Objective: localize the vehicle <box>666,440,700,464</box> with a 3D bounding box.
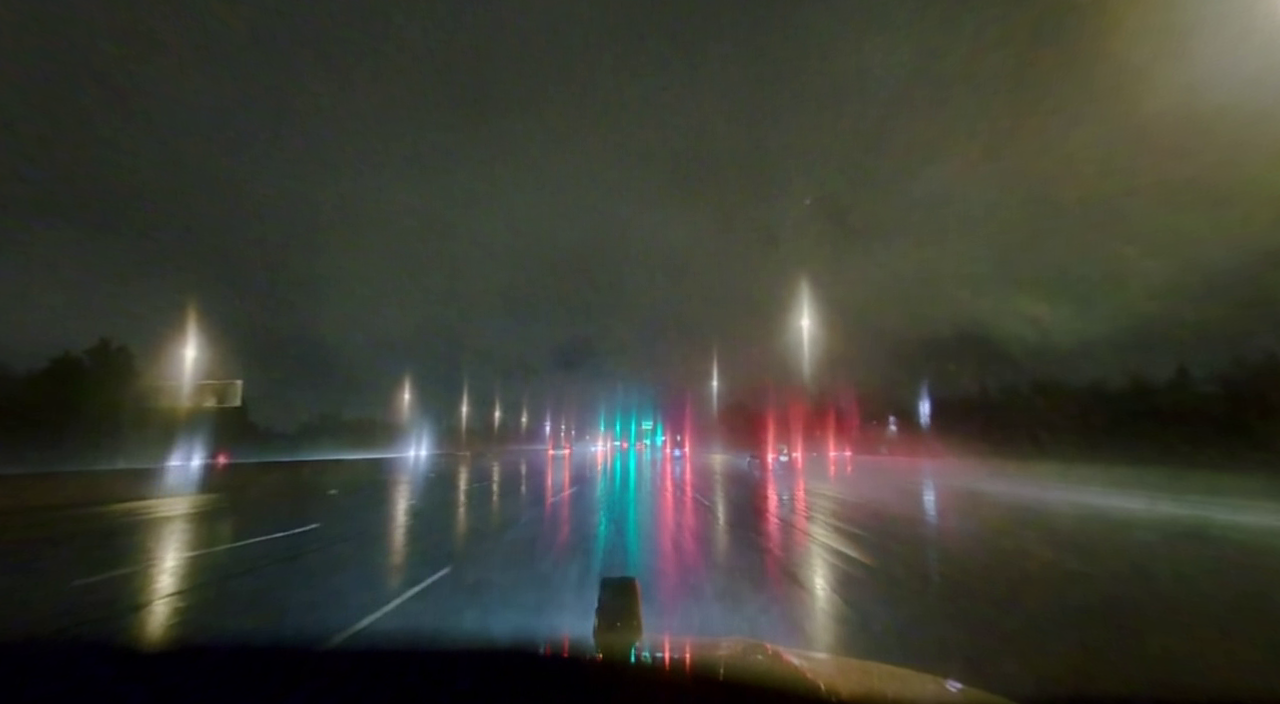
[{"bbox_3d":[3.347,7.834,49.710,2.166,1.770,4.703,0,-9,-2],"label":"vehicle"}]
